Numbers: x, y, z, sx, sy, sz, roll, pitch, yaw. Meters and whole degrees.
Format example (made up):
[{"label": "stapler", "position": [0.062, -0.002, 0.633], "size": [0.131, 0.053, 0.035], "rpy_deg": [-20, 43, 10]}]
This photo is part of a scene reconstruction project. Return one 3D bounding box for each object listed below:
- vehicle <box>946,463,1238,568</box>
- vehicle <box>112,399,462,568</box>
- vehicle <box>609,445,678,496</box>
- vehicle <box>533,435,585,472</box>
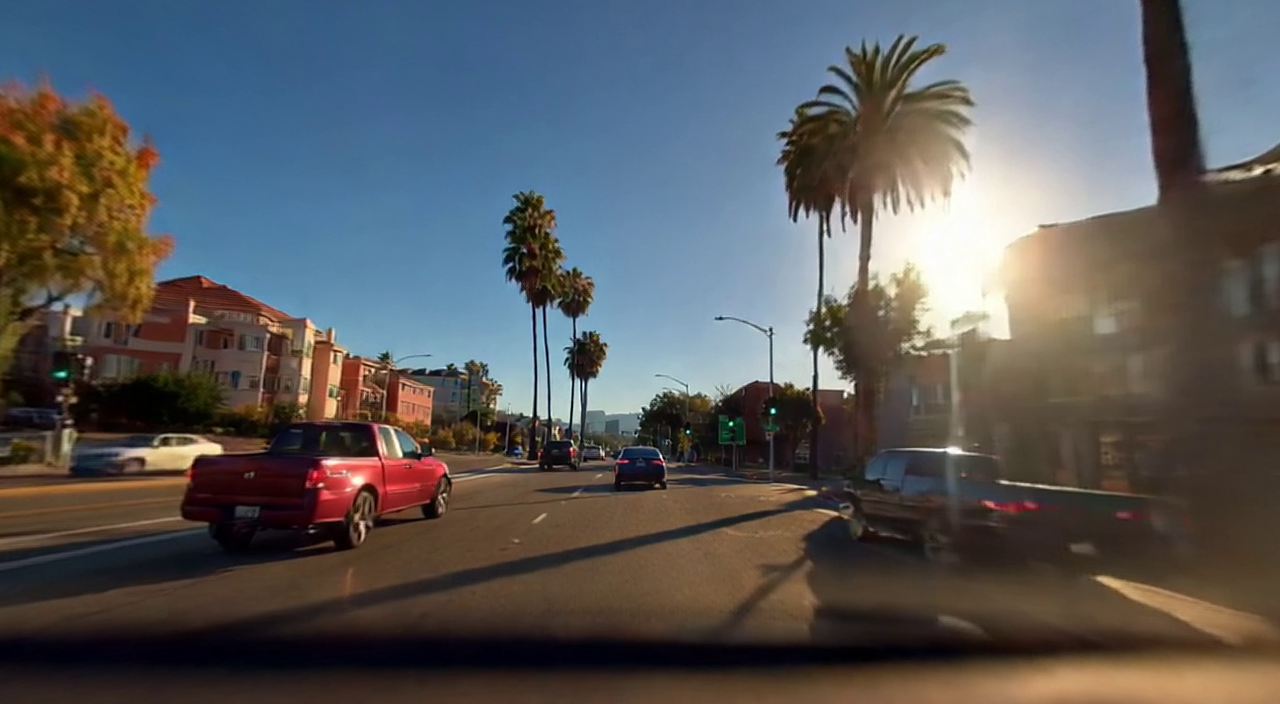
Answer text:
[{"label": "vehicle", "position": [6.944, 2.508, 10.265], "size": [2.949, 1.209, 3.070], "rpy_deg": [-1, -9, 16]}, {"label": "vehicle", "position": [-4.894, 1.953, 10.270], "size": [2.187, 1.904, 6.103], "rpy_deg": [0, -9, 0]}, {"label": "vehicle", "position": [0.096, 3.982, 21.553], "size": [2.122, 1.562, 4.152], "rpy_deg": [0, -9, 0]}, {"label": "vehicle", "position": [-4.957, 6.322, 39.290], "size": [2.447, 2.062, 5.911], "rpy_deg": [0, -9, 0]}]
